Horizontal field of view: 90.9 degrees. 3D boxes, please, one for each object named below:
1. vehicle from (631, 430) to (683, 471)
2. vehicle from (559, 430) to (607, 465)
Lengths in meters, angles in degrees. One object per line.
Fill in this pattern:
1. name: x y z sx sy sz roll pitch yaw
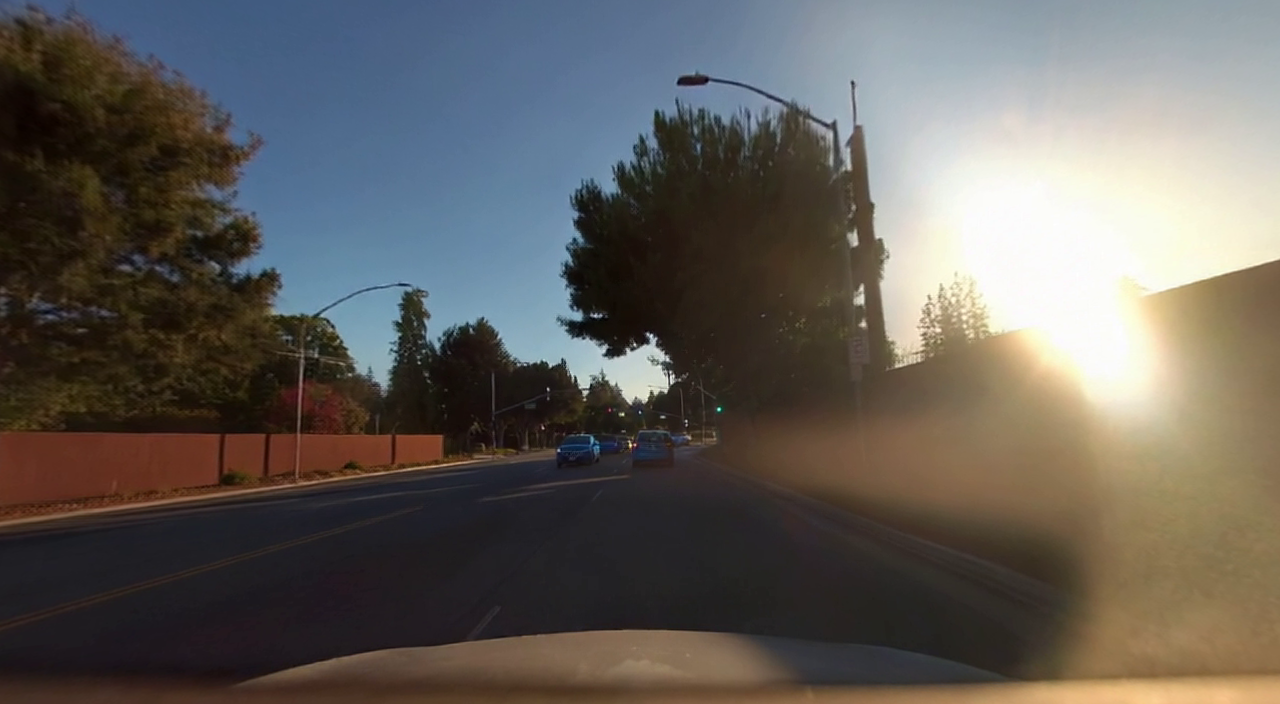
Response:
1. vehicle: 0.698 4.320 27.764 2.127 1.665 3.993 0 -8 1
2. vehicle: -3.054 5.279 34.832 2.190 1.766 4.394 0 -8 1
